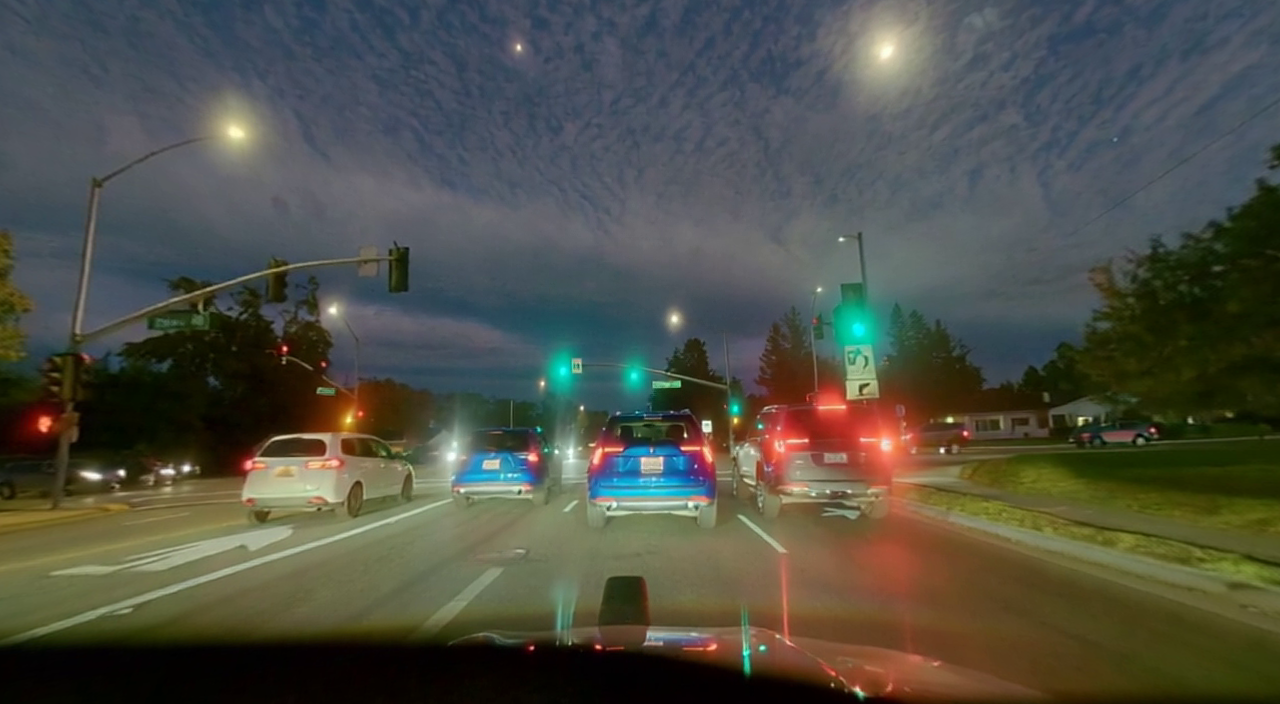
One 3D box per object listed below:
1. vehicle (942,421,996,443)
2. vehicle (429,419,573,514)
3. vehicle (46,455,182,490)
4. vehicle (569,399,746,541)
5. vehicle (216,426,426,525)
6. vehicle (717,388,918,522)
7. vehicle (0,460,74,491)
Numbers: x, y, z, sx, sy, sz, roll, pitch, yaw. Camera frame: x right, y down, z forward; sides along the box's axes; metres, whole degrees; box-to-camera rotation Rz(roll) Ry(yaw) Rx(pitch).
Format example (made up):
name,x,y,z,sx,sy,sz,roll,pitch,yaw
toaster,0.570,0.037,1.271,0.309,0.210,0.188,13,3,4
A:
name,x,y,z,sx,sy,sz,roll,pitch,yaw
vehicle,23.729,5.825,45.621,1.830,1.516,3.943,-1,-8,1
vehicle,-2.735,2.388,13.608,2.058,1.659,4.514,-1,-8,0
vehicle,-24.004,5.502,28.882,4.383,1.456,1.999,0,-8,-1
vehicle,0.202,1.801,10.169,2.235,1.778,4.178,0,-8,0
vehicle,-6.236,2.451,13.099,2.052,1.664,4.476,0,-8,-1
vehicle,3.118,2.021,12.730,2.338,2.063,5.672,0,-8,0
vehicle,-32.087,6.266,32.095,4.554,1.449,1.949,-1,-8,0
